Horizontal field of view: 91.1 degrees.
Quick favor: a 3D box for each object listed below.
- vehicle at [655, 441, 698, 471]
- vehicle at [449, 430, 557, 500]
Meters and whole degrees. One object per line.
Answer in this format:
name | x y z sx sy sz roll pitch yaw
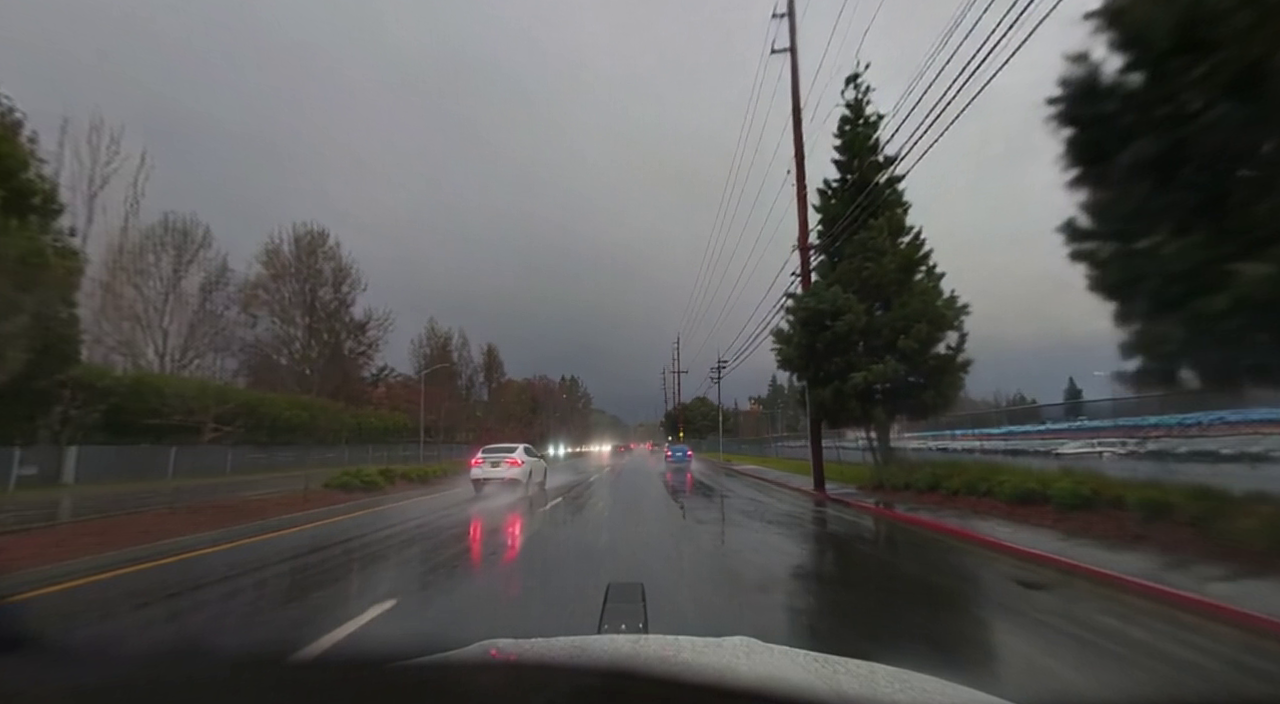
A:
vehicle | 1.886 5.525 33.580 2.059 1.486 3.980 0 -8 0
vehicle | -3.645 3.074 17.548 1.950 1.692 4.397 -1 -8 1
